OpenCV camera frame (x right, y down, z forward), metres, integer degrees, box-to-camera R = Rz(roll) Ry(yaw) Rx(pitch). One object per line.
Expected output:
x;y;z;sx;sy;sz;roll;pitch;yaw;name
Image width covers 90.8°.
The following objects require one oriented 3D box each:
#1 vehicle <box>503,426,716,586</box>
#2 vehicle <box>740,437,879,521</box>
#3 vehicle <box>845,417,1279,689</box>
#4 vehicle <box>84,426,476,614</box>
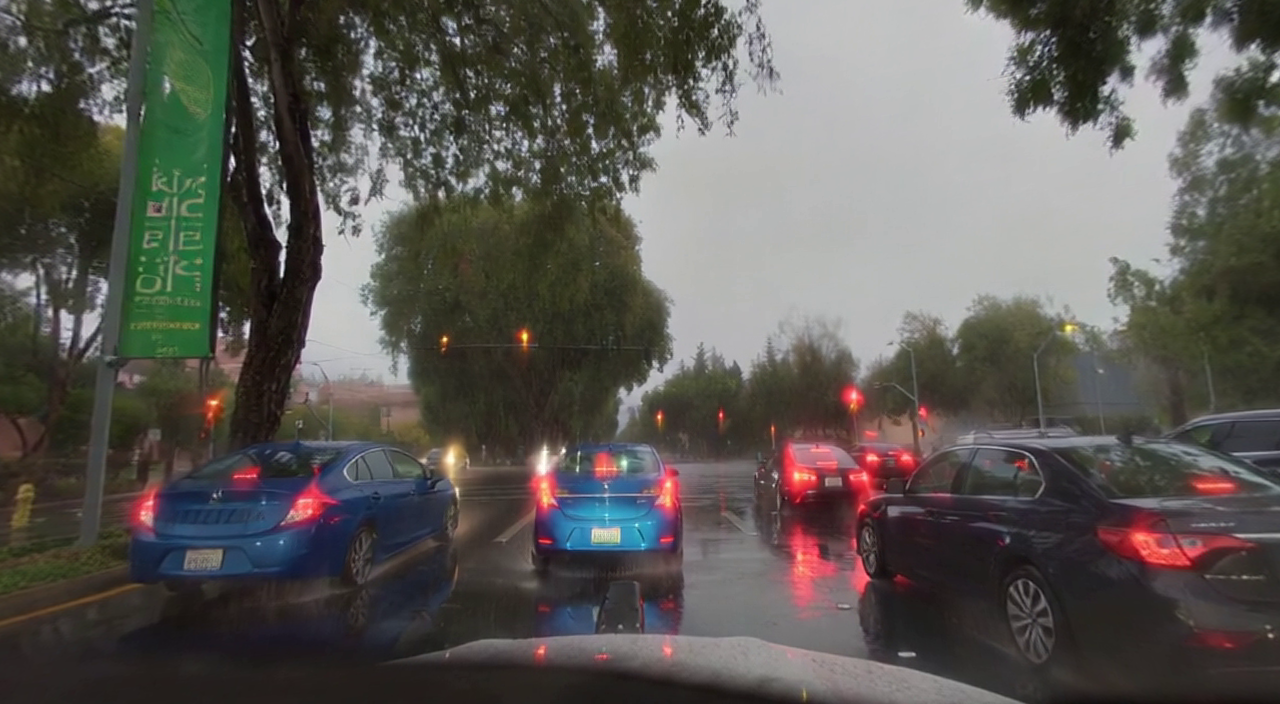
-0.311;1.722;7.818;1.994;1.479;3.647;0;-9;-1;vehicle
3.399;2.611;13.486;1.852;1.498;3.825;0;-9;0;vehicle
3.597;1.437;5.754;1.953;1.471;4.470;0;-9;0;vehicle
-3.370;1.631;7.082;1.929;1.457;4.136;0;-9;0;vehicle
